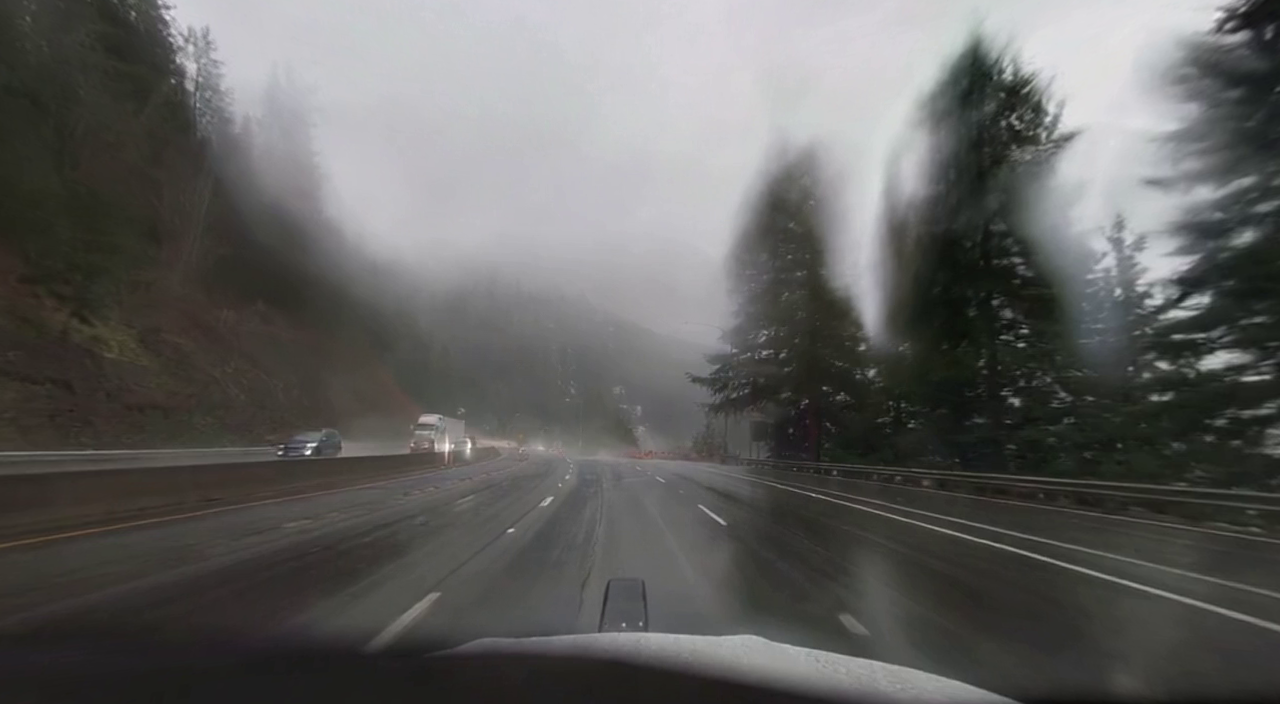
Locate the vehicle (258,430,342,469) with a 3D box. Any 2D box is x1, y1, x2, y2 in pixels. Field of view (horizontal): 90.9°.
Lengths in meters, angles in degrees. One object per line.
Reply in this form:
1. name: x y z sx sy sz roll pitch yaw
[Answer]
1. vehicle: -17.921 5.172 33.547 1.991 1.881 4.980 1 -9 -4
